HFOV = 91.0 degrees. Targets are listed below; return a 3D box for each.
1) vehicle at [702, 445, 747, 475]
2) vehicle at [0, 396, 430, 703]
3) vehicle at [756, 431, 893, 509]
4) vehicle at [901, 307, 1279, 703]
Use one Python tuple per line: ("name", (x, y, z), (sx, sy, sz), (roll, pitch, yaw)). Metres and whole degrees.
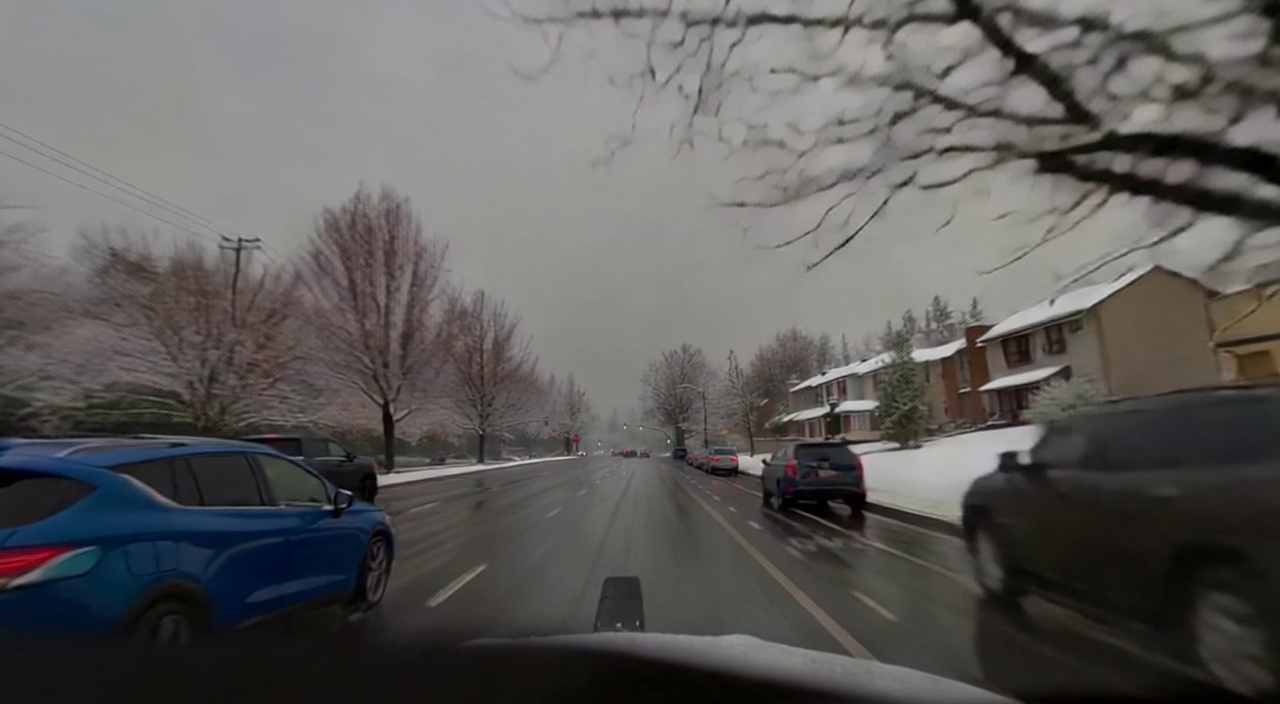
("vehicle", (4.937, 6.383, 37.341), (2.014, 1.700, 4.369), (0, -9, -1))
("vehicle", (-3.204, 1.217, 4.177), (1.982, 1.478, 4.465), (0, -9, 1))
("vehicle", (4.820, 3.216, 17.552), (2.164, 1.793, 5.671), (0, -9, 1))
("vehicle", (4.572, 1.084, 4.875), (2.374, 2.104, 6.508), (0, -9, 1))
